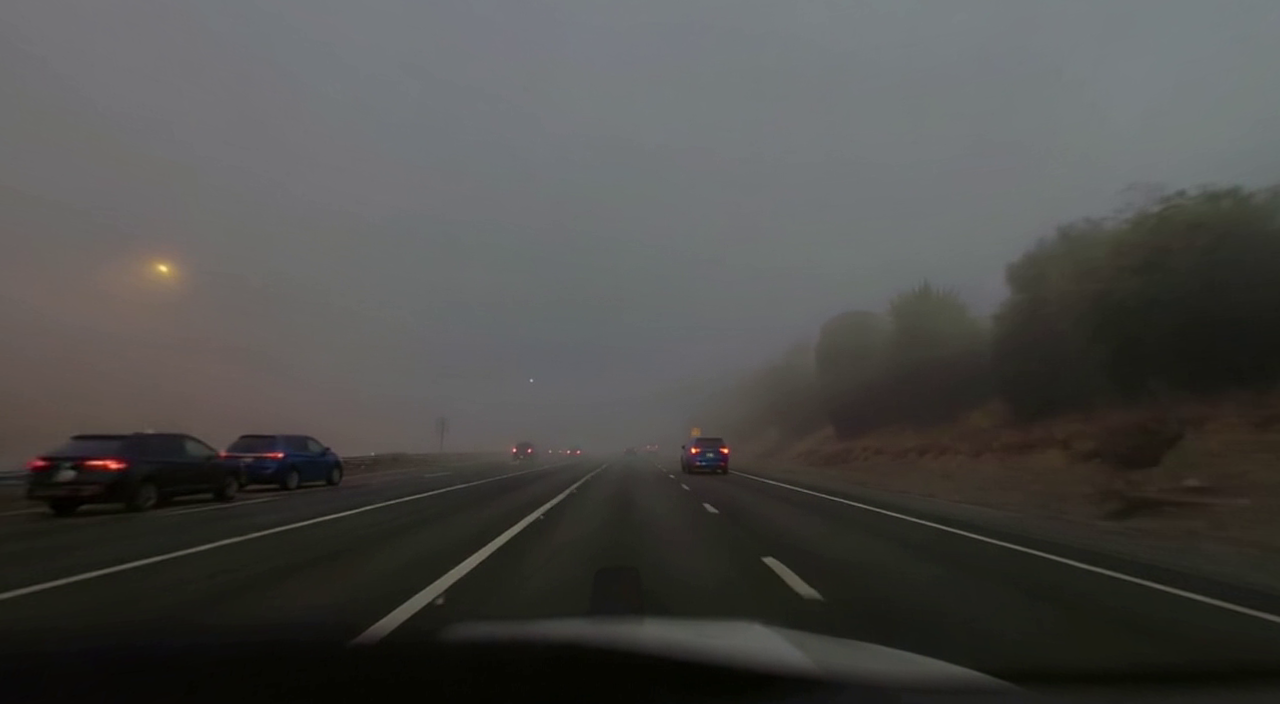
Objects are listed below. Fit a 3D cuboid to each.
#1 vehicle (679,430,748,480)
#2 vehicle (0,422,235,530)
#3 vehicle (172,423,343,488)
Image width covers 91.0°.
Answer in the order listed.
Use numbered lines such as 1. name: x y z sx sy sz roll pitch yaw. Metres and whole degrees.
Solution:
1. vehicle: 2.974 4.290 26.514 2.184 1.892 4.763 0 -8 -2
2. vehicle: -11.273 2.524 13.427 2.137 1.873 4.687 0 -8 -1
3. vehicle: -14.957 4.124 25.361 2.736 2.262 6.533 0 -8 0
